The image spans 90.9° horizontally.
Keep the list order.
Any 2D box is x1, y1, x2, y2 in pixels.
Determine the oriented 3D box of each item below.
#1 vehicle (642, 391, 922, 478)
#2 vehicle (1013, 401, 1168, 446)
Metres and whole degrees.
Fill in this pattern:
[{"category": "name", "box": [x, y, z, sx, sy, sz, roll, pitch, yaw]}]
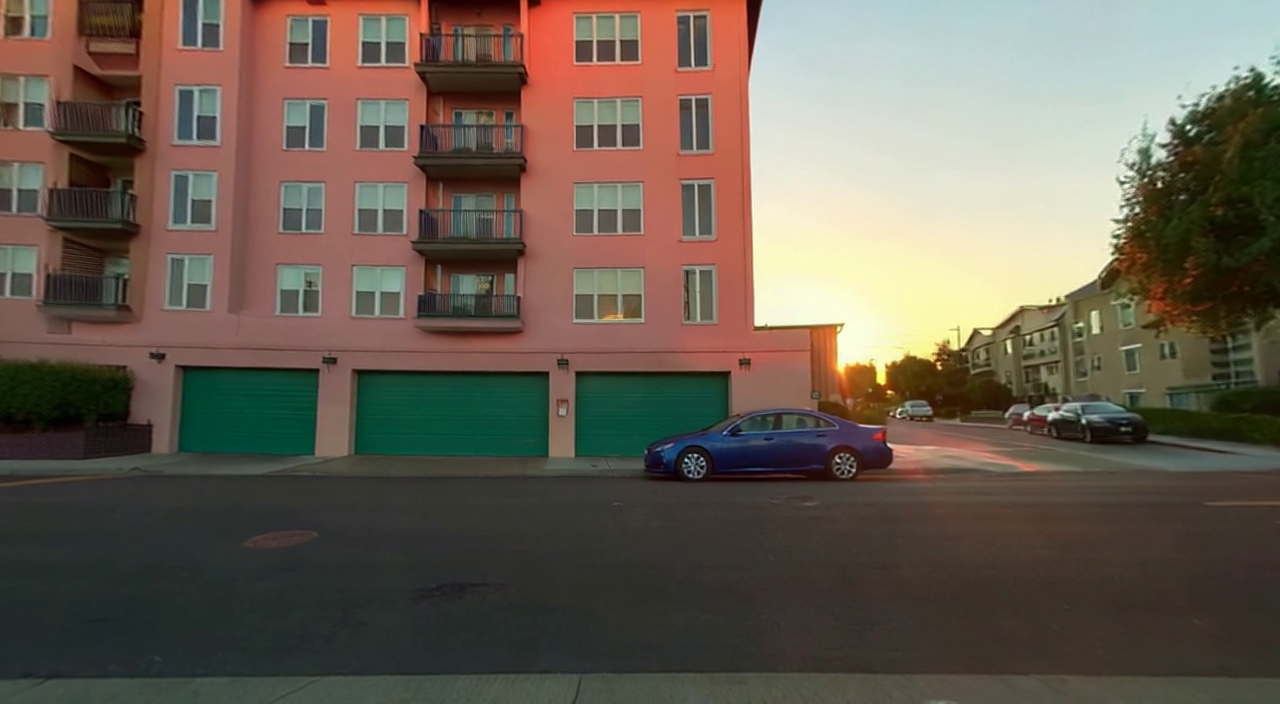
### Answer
[{"category": "vehicle", "box": [2.400, 1.529, 11.631, 4.697, 1.444, 1.825, 0, -8, 0]}, {"category": "vehicle", "box": [15.813, 2.565, 22.325, 3.905, 1.475, 2.057, 0, -8, -1]}]
